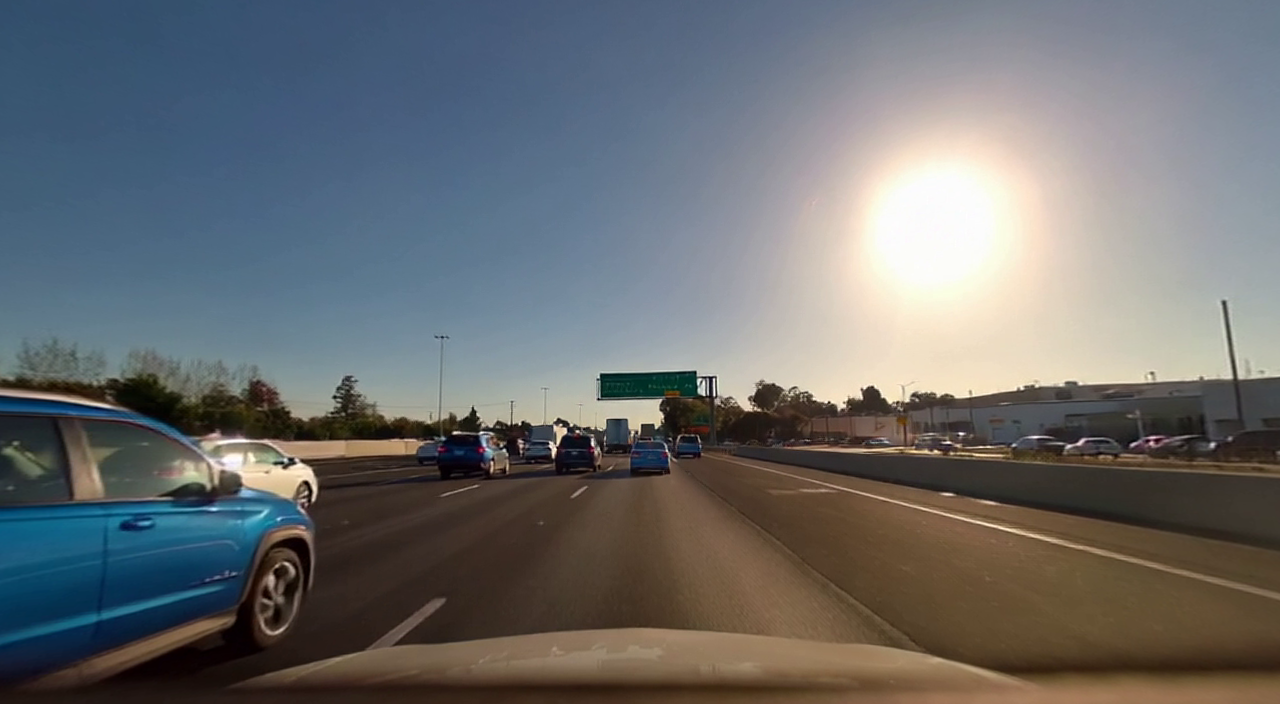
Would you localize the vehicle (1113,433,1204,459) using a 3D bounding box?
[{"bbox_3d":[30.438,5.529,37.172,1.722,1.461,4.302,0,-8,1],"label":"vehicle"}]

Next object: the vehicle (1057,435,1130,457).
[{"bbox_3d":[30.532,6.360,42.654,1.598,1.384,4.580,0,-8,1],"label":"vehicle"}]

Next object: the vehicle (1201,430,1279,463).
[{"bbox_3d":[30.396,4.612,30.834,1.838,1.491,4.554,0,-8,2],"label":"vehicle"}]

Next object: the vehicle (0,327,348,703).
[{"bbox_3d":[-3.222,0.810,2.510,1.961,1.687,4.453,0,-8,0],"label":"vehicle"}]

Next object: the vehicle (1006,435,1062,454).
[{"bbox_3d":[30.542,7.190,49.023,1.656,1.442,4.167,0,-8,1],"label":"vehicle"}]

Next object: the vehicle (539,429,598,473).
[{"bbox_3d":[-2.996,4.275,27.408,2.007,1.730,4.412,0,-8,0],"label":"vehicle"}]

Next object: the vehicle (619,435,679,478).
[{"bbox_3d":[0.348,3.933,24.036,2.090,1.474,3.970,0,-8,1],"label":"vehicle"}]

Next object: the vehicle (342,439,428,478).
[{"bbox_3d":[-9.934,4.152,24.911,1.774,1.408,3.917,0,-8,0],"label":"vehicle"}]

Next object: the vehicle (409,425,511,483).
[{"bbox_3d":[-6.210,3.588,22.446,2.125,1.804,4.864,0,-8,1],"label":"vehicle"}]
